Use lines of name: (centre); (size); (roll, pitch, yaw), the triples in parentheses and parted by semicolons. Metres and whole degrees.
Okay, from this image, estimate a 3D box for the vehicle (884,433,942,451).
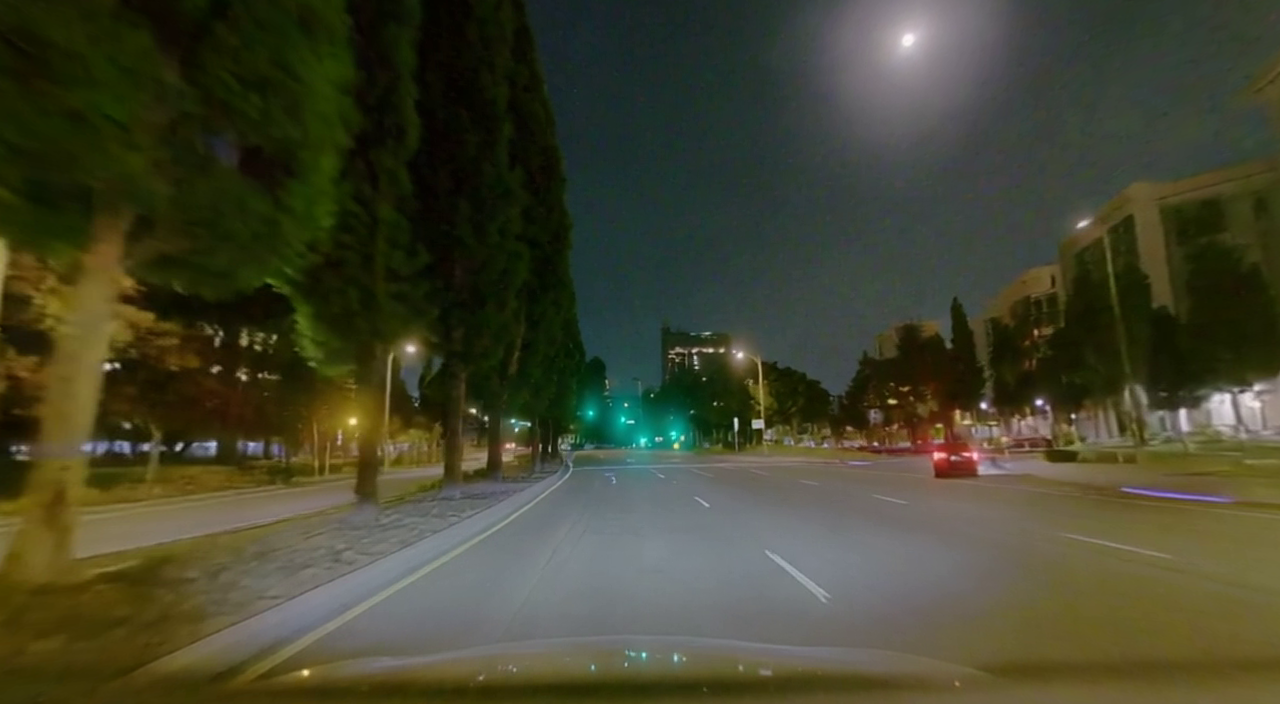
vehicle: (21.475, 7.112, 49.741); (3.753, 1.409, 1.648); (1, -9, -5)
